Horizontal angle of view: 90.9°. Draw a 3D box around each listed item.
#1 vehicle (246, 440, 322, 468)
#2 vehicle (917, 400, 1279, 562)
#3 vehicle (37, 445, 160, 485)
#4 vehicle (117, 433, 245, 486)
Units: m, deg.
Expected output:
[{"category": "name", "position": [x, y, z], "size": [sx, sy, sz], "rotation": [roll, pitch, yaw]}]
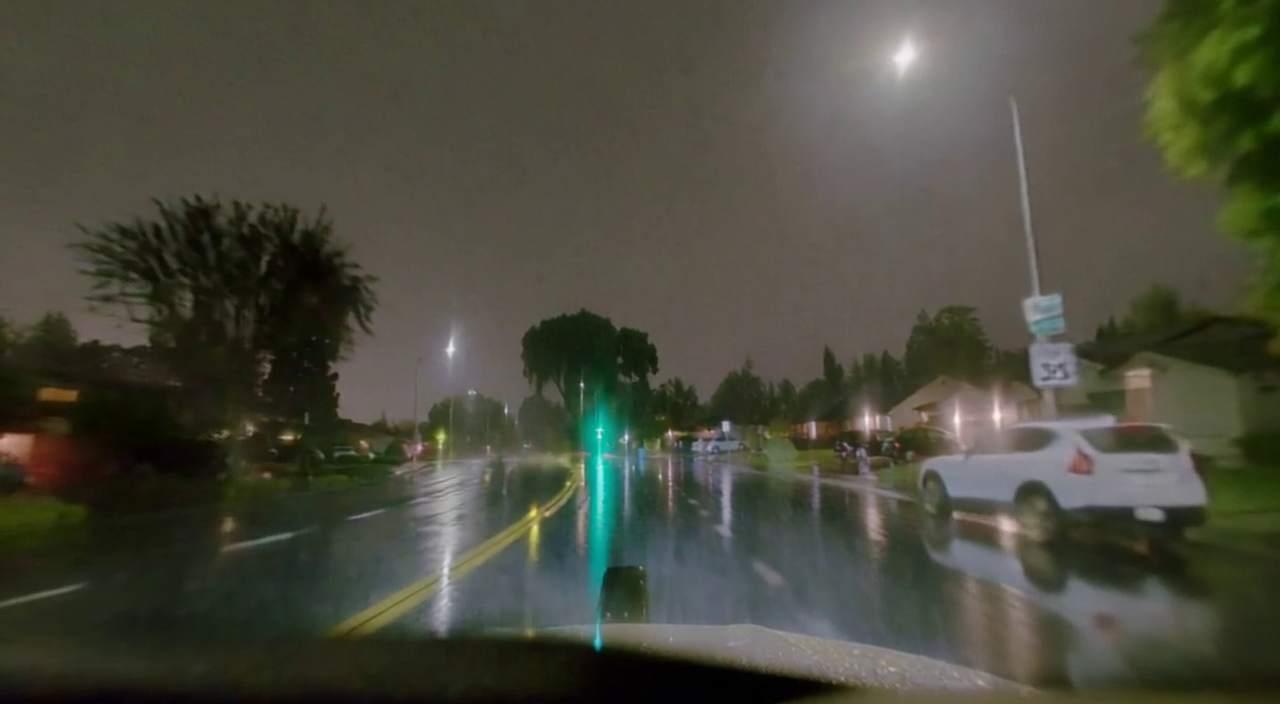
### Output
[{"category": "vehicle", "position": [-24.721, 7.091, 43.935], "size": [4.128, 1.861, 1.959], "rotation": [2, -9, -15]}, {"category": "vehicle", "position": [6.728, 1.859, 9.827], "size": [2.315, 1.869, 4.678], "rotation": [1, -8, -5]}, {"category": "vehicle", "position": [-21.480, 4.474, 25.244], "size": [1.764, 1.443, 3.941], "rotation": [2, -9, -8]}, {"category": "vehicle", "position": [-18.594, 4.349, 25.868], "size": [2.077, 1.948, 4.705], "rotation": [1, -8, -7]}]
